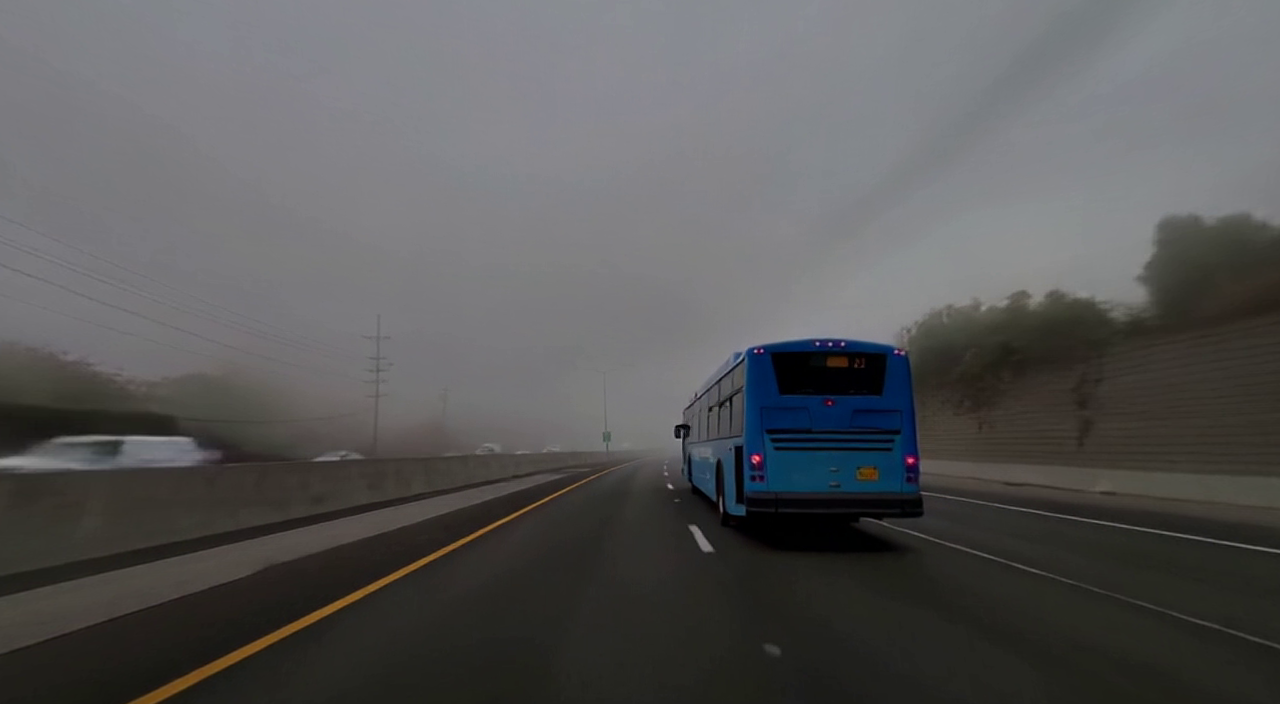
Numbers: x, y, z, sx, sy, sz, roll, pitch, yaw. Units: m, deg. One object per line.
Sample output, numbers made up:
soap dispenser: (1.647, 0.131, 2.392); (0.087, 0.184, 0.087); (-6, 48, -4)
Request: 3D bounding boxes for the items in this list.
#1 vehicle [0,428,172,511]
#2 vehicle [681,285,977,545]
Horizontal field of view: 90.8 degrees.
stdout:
vehicle: (-15.653, 3.002, 16.568); (2.263, 1.881, 5.692); (0, -9, 2)
vehicle: (3.040, 1.904, 16.001); (3.144, 3.580, 14.591); (0, -8, 1)
